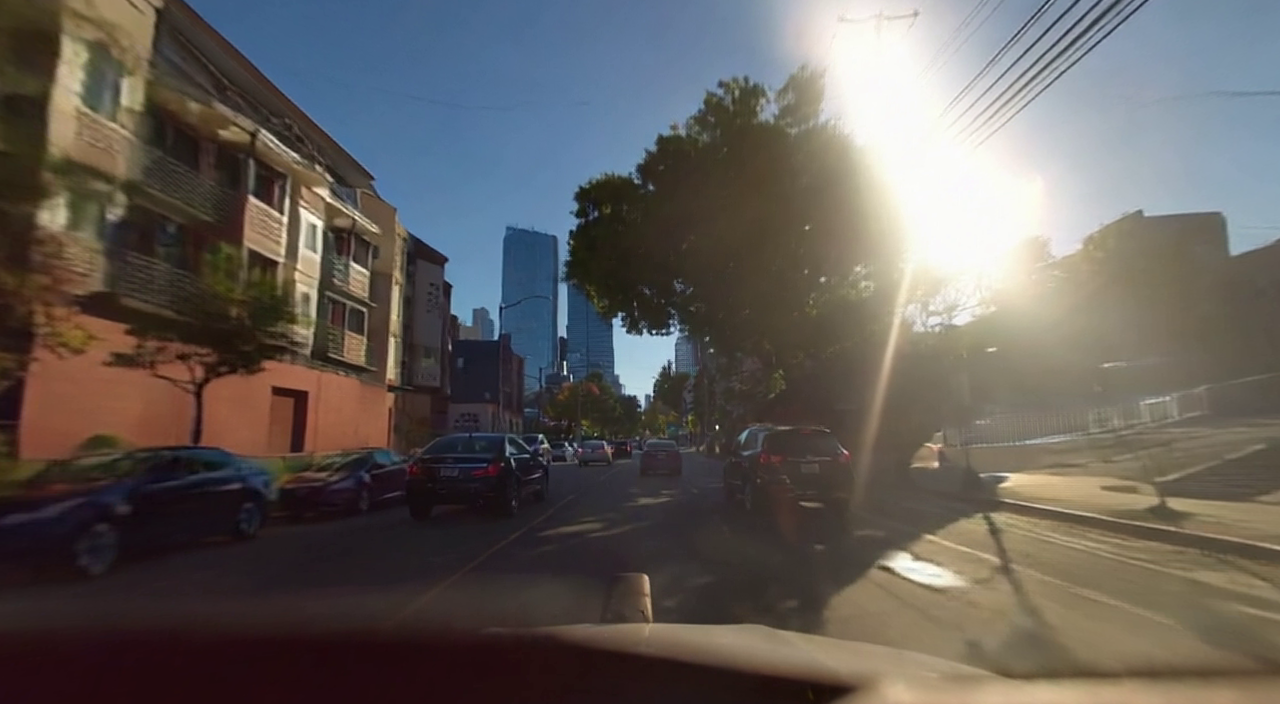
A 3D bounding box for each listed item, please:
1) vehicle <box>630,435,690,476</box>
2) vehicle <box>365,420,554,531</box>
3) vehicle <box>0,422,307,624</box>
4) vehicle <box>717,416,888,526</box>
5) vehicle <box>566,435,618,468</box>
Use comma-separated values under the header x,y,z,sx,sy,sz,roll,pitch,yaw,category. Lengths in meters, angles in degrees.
x,y,z,sx,sy,sz,roll,pitch,yaw,category
0.741,3.988,24.656,2.139,1.466,4.373,0,-8,1,vehicle
-2.941,2.087,11.318,2.085,1.619,3.976,0,-8,2,vehicle
-5.798,1.593,6.981,1.869,1.516,4.351,0,-8,0,vehicle
2.805,2.152,12.080,2.094,1.709,4.394,0,-8,0,vehicle
-2.305,4.893,31.421,2.019,1.507,4.643,0,-8,2,vehicle
